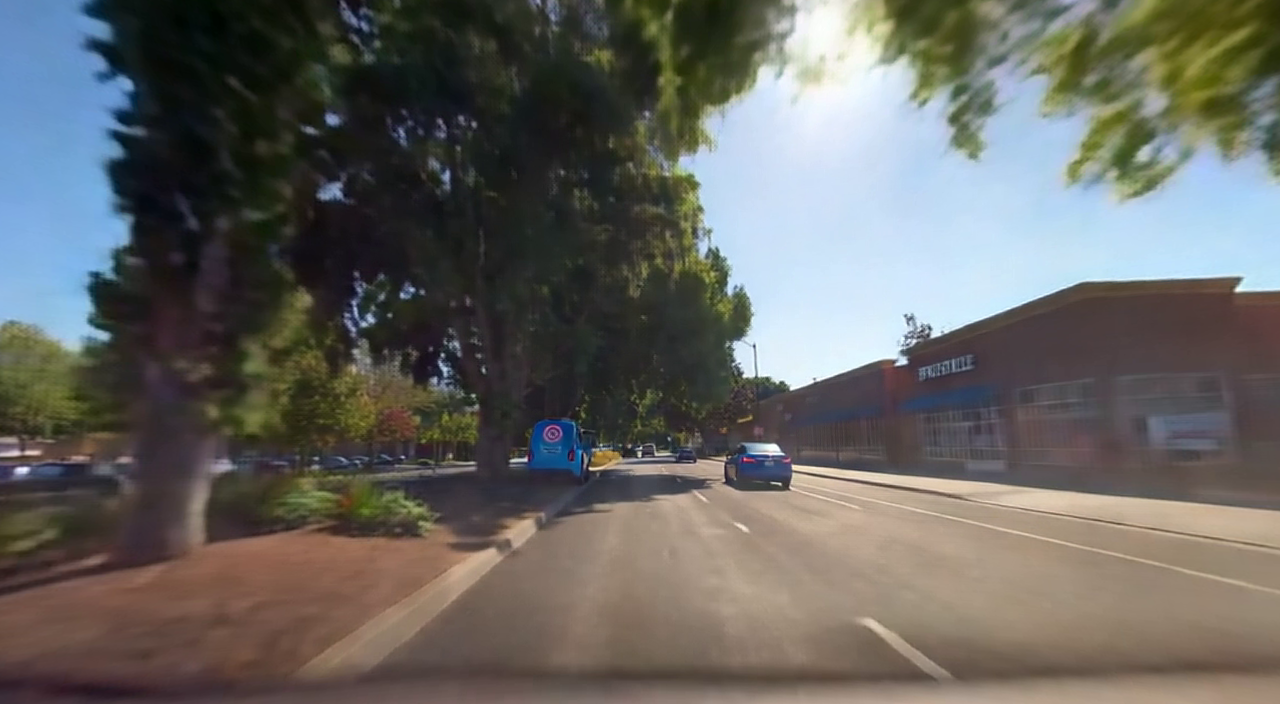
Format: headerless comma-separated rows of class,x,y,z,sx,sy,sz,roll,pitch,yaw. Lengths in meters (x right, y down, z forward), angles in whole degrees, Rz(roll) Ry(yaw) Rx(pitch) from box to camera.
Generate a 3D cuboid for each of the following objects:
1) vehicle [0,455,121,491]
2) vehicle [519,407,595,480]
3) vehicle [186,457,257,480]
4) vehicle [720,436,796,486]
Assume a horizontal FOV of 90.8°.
vehicle,-31.870,6.478,34.033,5.692,1.725,2.144,5,-10,-33
vehicle,-3.370,3.947,27.134,2.443,2.784,5.862,0,-9,0
vehicle,-31.635,8.793,47.881,4.225,1.449,1.819,1,-9,-26
vehicle,4.206,3.959,23.183,1.869,1.646,4.166,0,-9,-2
